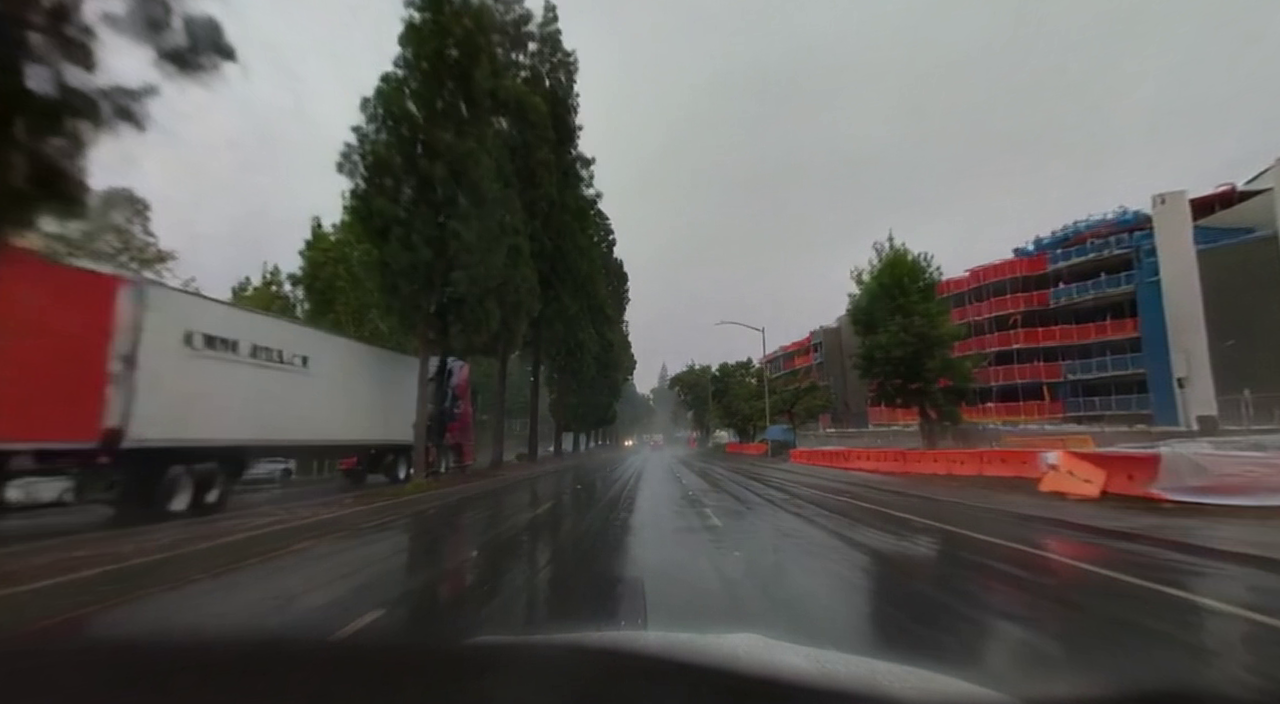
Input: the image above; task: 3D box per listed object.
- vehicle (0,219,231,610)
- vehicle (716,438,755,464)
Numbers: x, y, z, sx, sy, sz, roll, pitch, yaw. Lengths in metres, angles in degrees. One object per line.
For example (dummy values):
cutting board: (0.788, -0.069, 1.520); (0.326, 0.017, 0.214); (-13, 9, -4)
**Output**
vehicle: (-7.412, 0.290, 3.829); (3.032, 3.524, 9.640); (0, -8, 2)
vehicle: (7.123, 7.454, 47.427); (2.169, 1.880, 4.849); (0, -8, 0)
